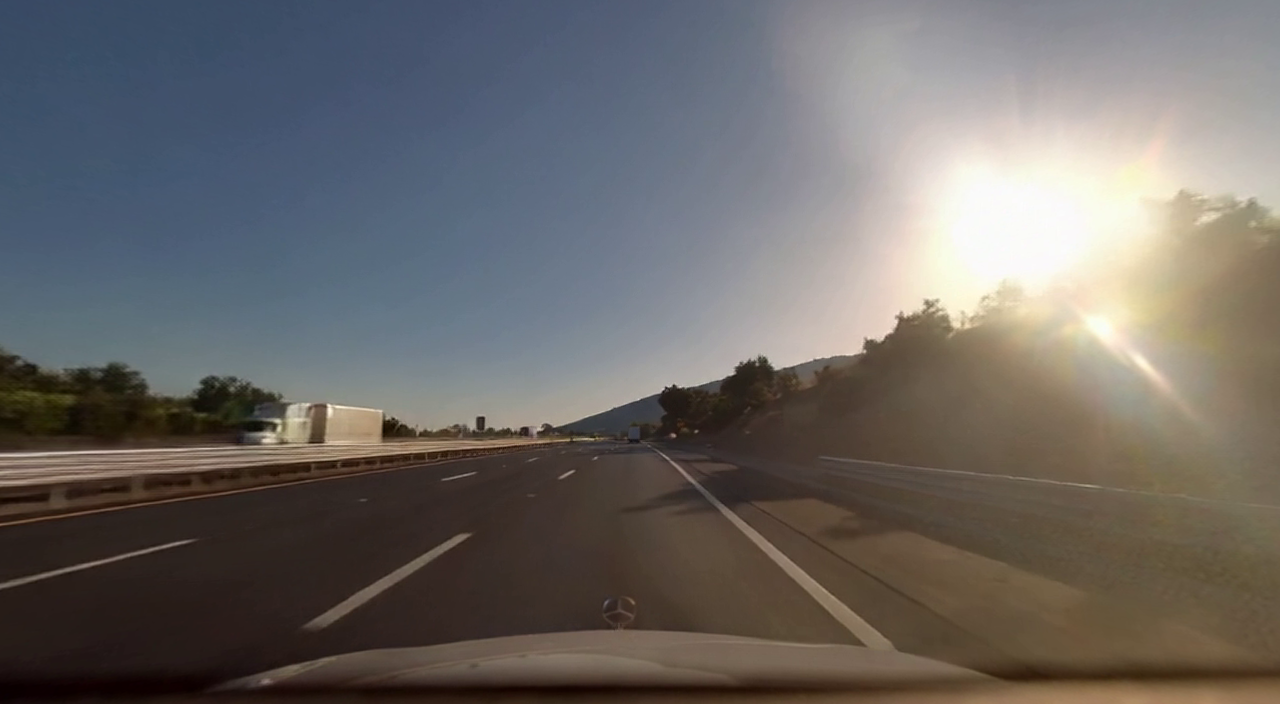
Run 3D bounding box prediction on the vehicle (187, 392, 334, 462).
[{"bbox_3d":[-23.587,4.866,40.072,3.046,3.856,10.186,0,-8,-1],"label":"vehicle"}]
